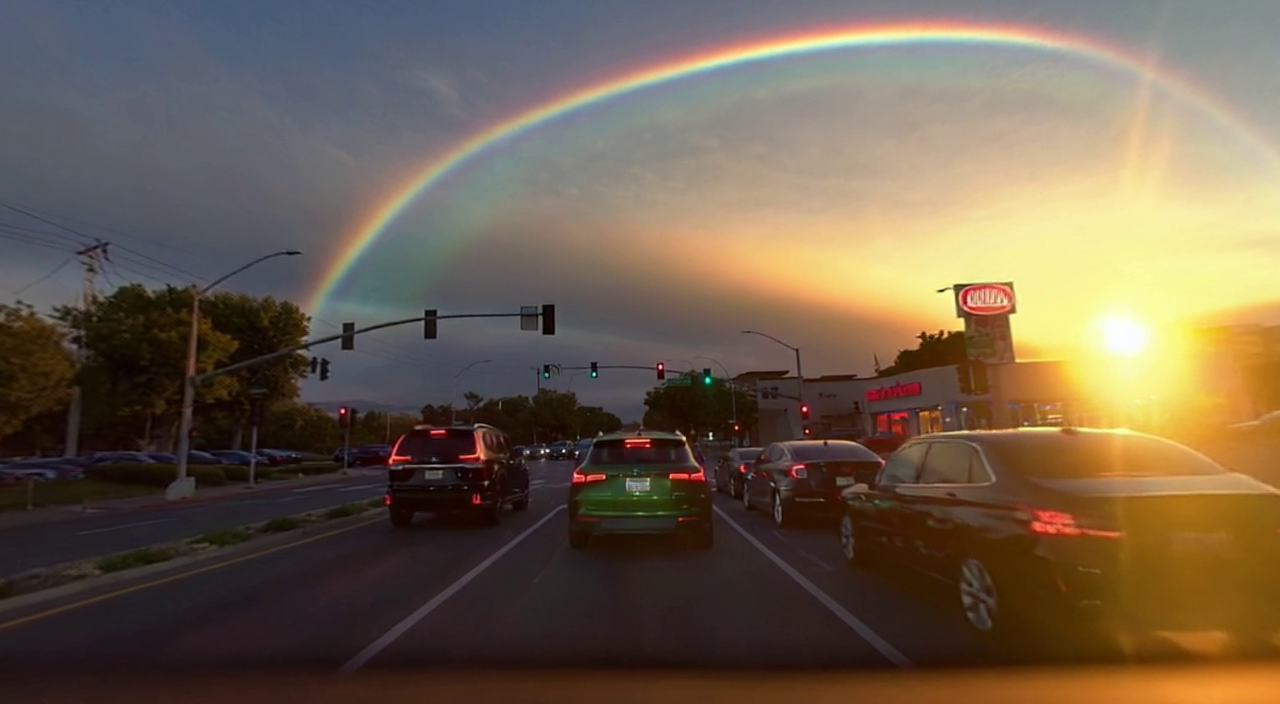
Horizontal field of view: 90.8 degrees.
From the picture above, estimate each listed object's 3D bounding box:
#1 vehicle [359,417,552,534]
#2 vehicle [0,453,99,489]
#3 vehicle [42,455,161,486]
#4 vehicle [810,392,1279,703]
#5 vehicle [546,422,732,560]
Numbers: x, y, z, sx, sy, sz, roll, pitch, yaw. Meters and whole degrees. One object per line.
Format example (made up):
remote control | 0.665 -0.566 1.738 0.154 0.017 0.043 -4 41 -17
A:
vehicle | -3.045 2.166 11.634 2.180 1.708 4.397 0 -9 1
vehicle | -28.035 5.430 28.910 4.469 1.498 1.908 4 -9 -25
vehicle | -27.246 5.972 32.152 4.107 1.427 1.883 3 -9 -23
vehicle | 2.944 1.261 5.086 1.922 1.508 4.330 0 -9 0
vehicle | -0.018 1.840 9.005 2.071 1.525 3.723 0 -9 0
